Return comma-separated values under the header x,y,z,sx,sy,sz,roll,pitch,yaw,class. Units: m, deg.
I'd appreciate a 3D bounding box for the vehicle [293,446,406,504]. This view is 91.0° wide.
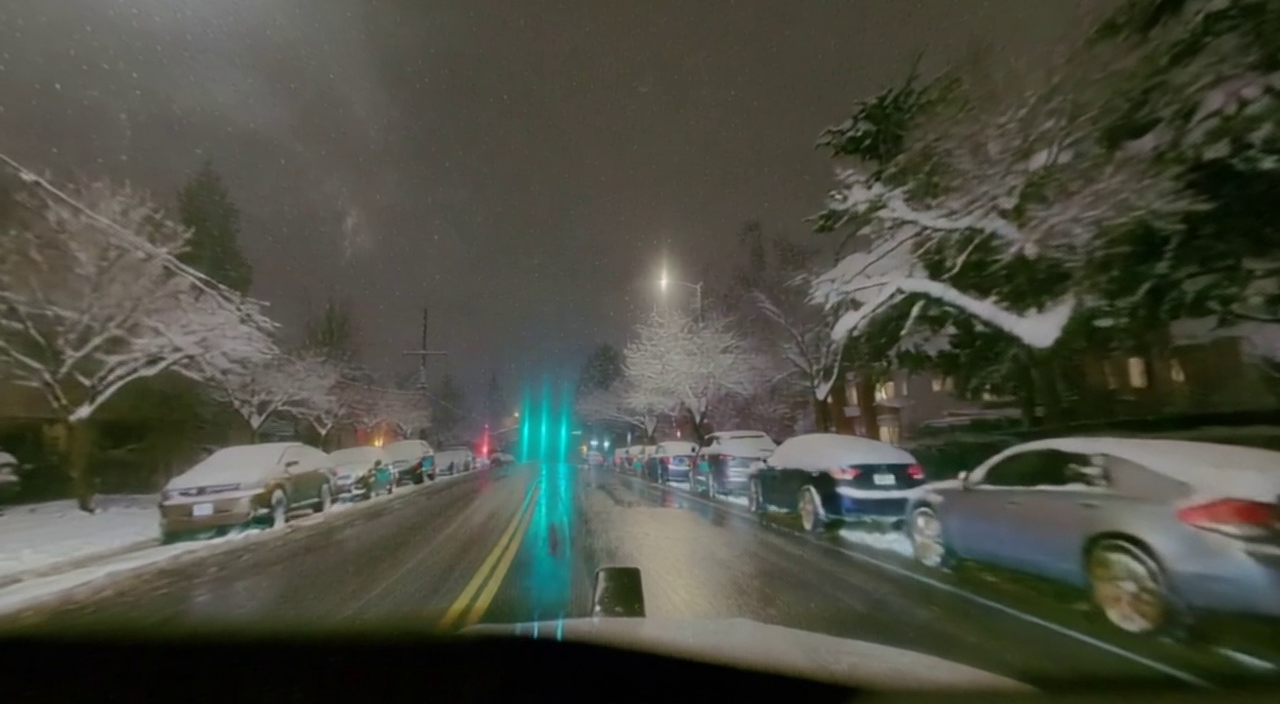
x,y,z,sx,sy,sz,roll,pitch,yaw,class
-9.533,4.024,21.156,2.055,1.663,4.889,1,-9,-8,vehicle

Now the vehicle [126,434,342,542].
x,y,z,sx,sy,sz,roll,pitch,yaw,class
-8.619,2.907,14.119,2.072,1.840,5.197,-1,-9,-9,vehicle

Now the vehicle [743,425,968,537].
x,y,z,sx,sy,sz,roll,pitch,yaw,class
3.370,2.116,10.953,1.954,1.507,4.356,0,-9,-7,vehicle

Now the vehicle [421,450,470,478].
x,y,z,sx,sy,sz,roll,pitch,yaw,class
-11.791,6.799,38.515,2.057,1.486,4.759,0,-9,-7,vehicle

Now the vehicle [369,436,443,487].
x,y,z,sx,sy,sz,roll,pitch,yaw,class
-10.852,5.095,29.696,2.146,2.167,5.339,1,-9,-8,vehicle

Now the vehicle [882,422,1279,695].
x,y,z,sx,sy,sz,roll,pitch,yaw,class
4.051,1.352,5.239,1.974,1.385,4.315,0,-9,-6,vehicle
